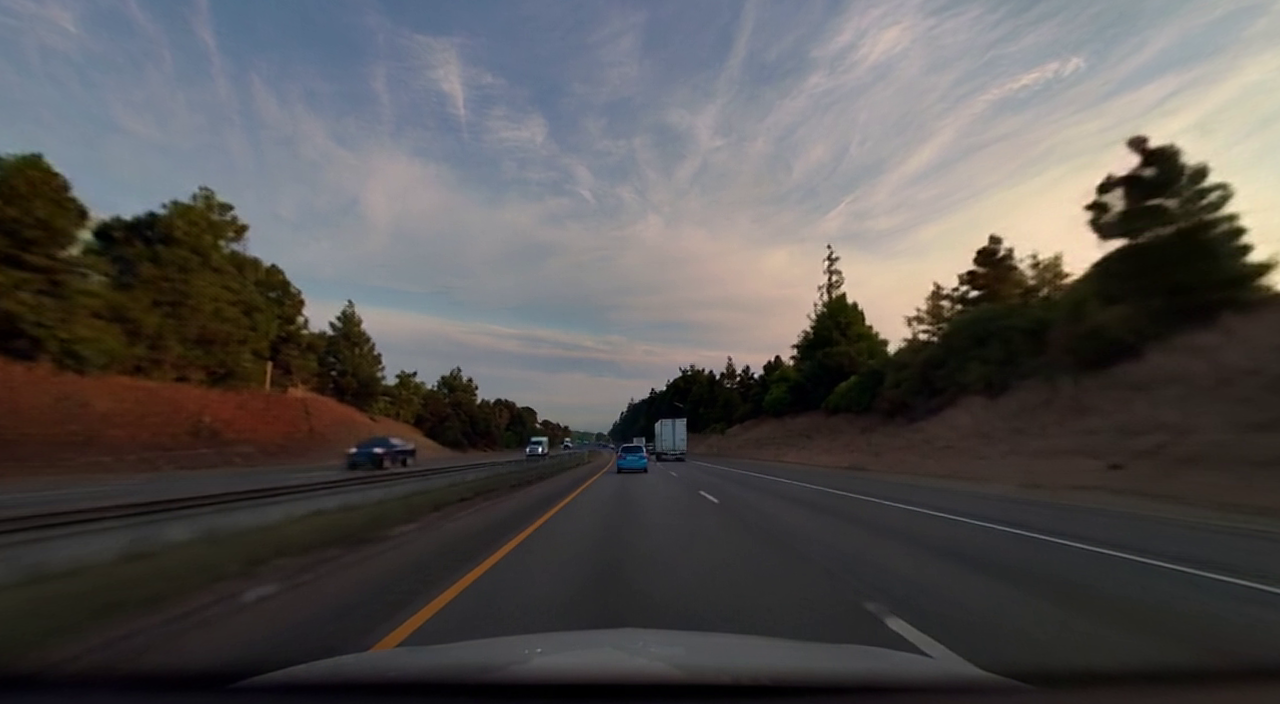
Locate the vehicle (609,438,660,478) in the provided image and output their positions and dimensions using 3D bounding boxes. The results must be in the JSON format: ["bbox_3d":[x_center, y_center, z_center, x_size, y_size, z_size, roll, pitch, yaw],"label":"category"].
[{"bbox_3d":[-0.273,4.884,29.193,2.190,1.706,4.062,0,-9,-1],"label":"vehicle"}]
